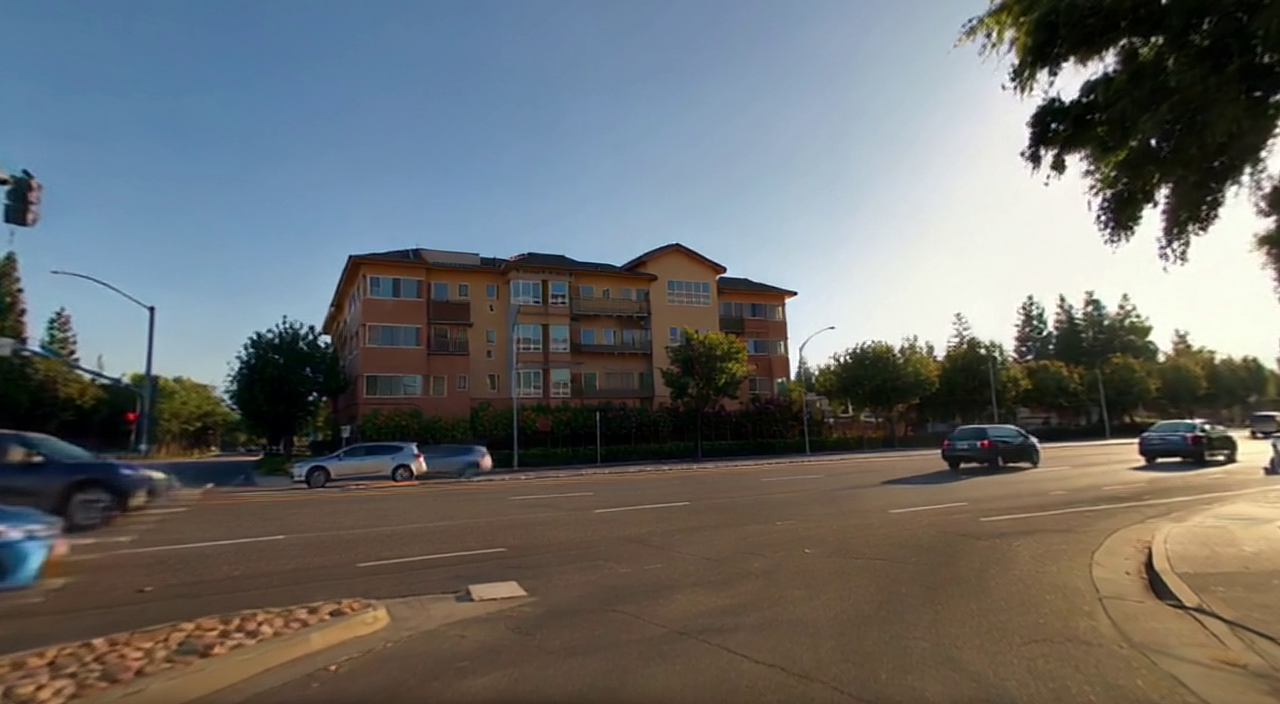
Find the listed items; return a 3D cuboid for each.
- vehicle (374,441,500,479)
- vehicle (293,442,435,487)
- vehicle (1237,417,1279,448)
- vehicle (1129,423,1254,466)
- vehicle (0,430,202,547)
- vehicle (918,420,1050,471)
[{"bbox_3d":[-8.623,4.577,26.943,4.751,1.487,1.888,5,-10,-30],"label":"vehicle"},{"bbox_3d":[-9.653,3.894,22.154,4.289,1.415,1.774,5,-10,-31],"label":"vehicle"},{"bbox_3d":[37.339,4.758,36.981,4.711,1.688,1.915,5,-10,-30],"label":"vehicle"},{"bbox_3d":[20.304,3.397,23.199,4.521,1.433,1.943,5,-10,-29],"label":"vehicle"},{"bbox_3d":[-9.701,2.032,9.610,4.734,1.633,1.829,4,-9,-30],"label":"vehicle"},{"bbox_3d":[12.652,3.426,23.140,4.683,1.678,1.981,5,-10,-30],"label":"vehicle"}]
